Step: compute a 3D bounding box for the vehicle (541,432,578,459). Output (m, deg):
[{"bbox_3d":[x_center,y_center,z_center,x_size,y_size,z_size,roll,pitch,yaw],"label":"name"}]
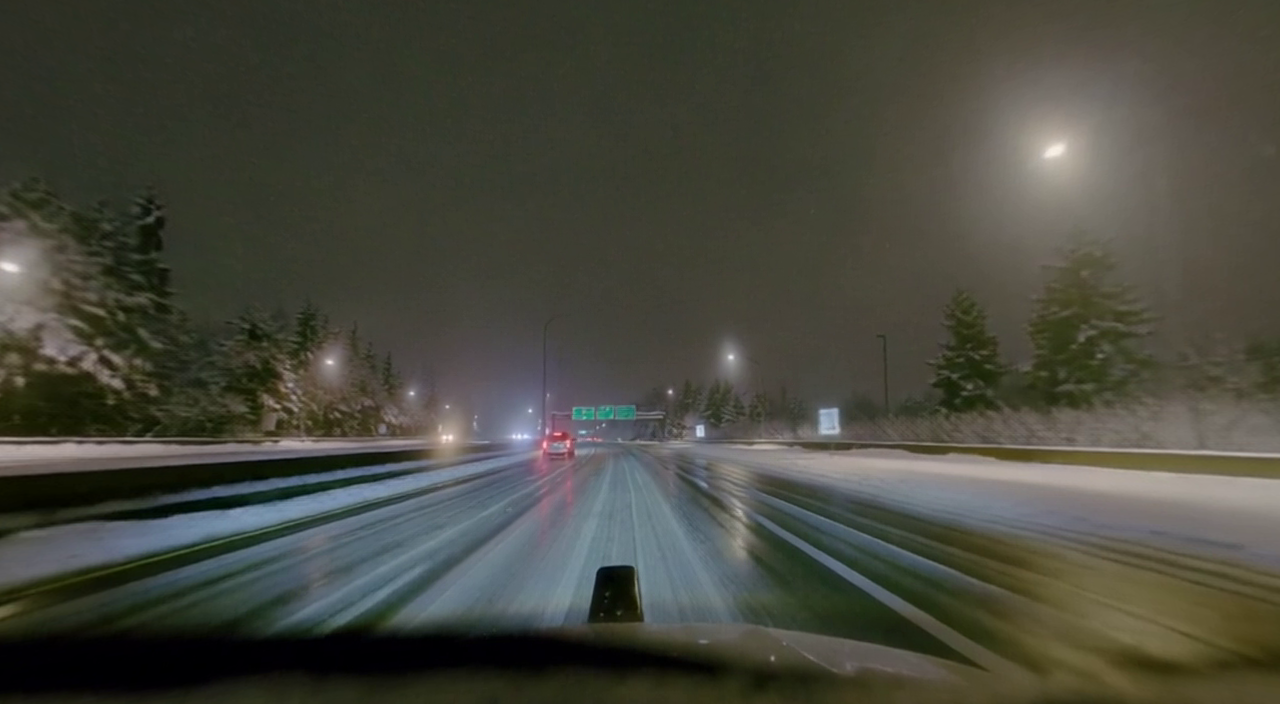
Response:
[{"bbox_3d":[-4.875,5.710,38.647,1.878,1.548,3.966,0,-8,-2],"label":"vehicle"}]
